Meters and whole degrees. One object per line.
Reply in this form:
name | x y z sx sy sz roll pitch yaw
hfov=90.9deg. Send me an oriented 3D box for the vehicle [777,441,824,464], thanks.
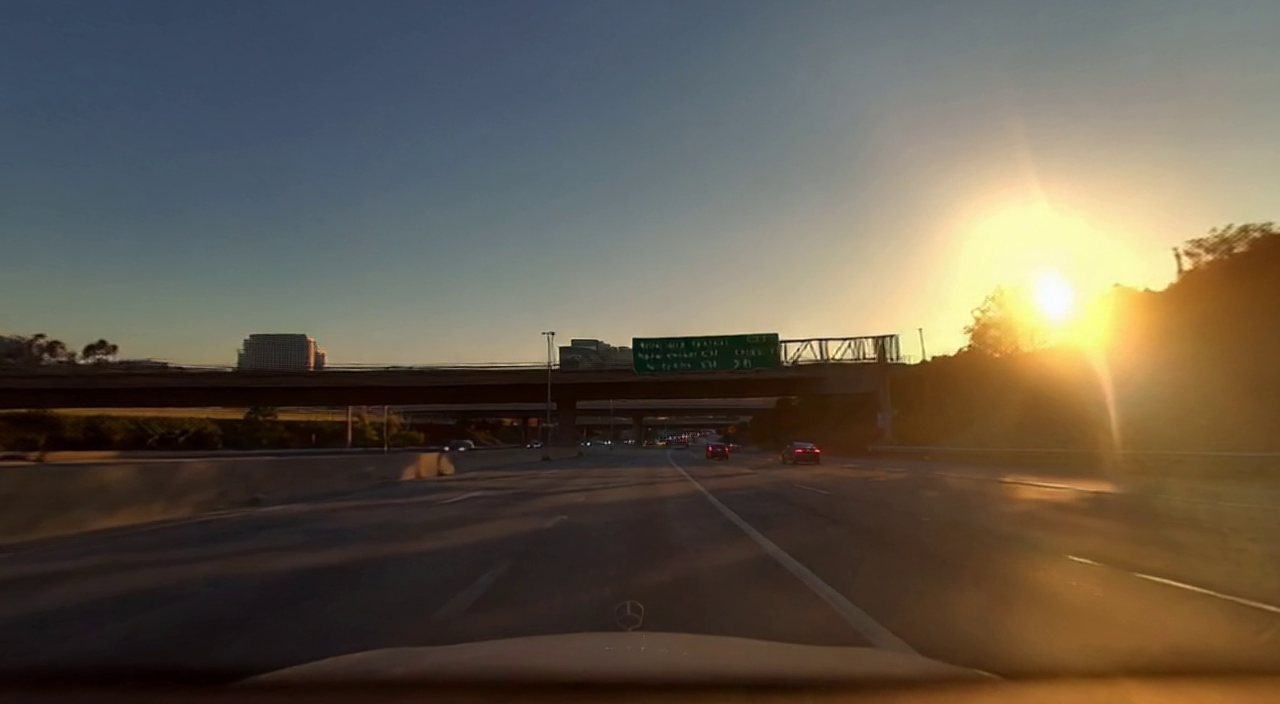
vehicle | 10.920 6.873 43.260 2.000 1.514 4.585 0 -9 0
